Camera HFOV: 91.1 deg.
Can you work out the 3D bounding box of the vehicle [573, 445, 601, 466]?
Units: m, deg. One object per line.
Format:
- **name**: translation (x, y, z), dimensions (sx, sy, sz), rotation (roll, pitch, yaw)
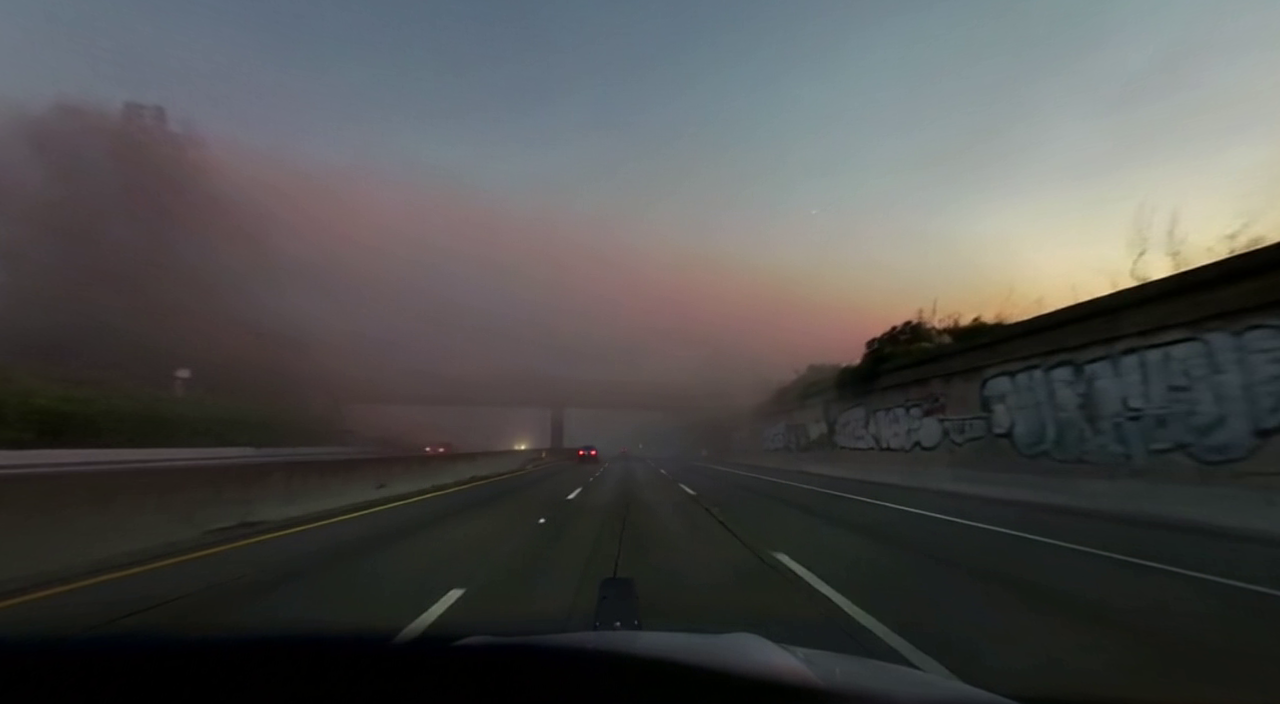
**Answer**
- **vehicle**: translation (-3.960, 7.838, 47.648), dimensions (1.871, 1.459, 3.771), rotation (0, -9, -1)
